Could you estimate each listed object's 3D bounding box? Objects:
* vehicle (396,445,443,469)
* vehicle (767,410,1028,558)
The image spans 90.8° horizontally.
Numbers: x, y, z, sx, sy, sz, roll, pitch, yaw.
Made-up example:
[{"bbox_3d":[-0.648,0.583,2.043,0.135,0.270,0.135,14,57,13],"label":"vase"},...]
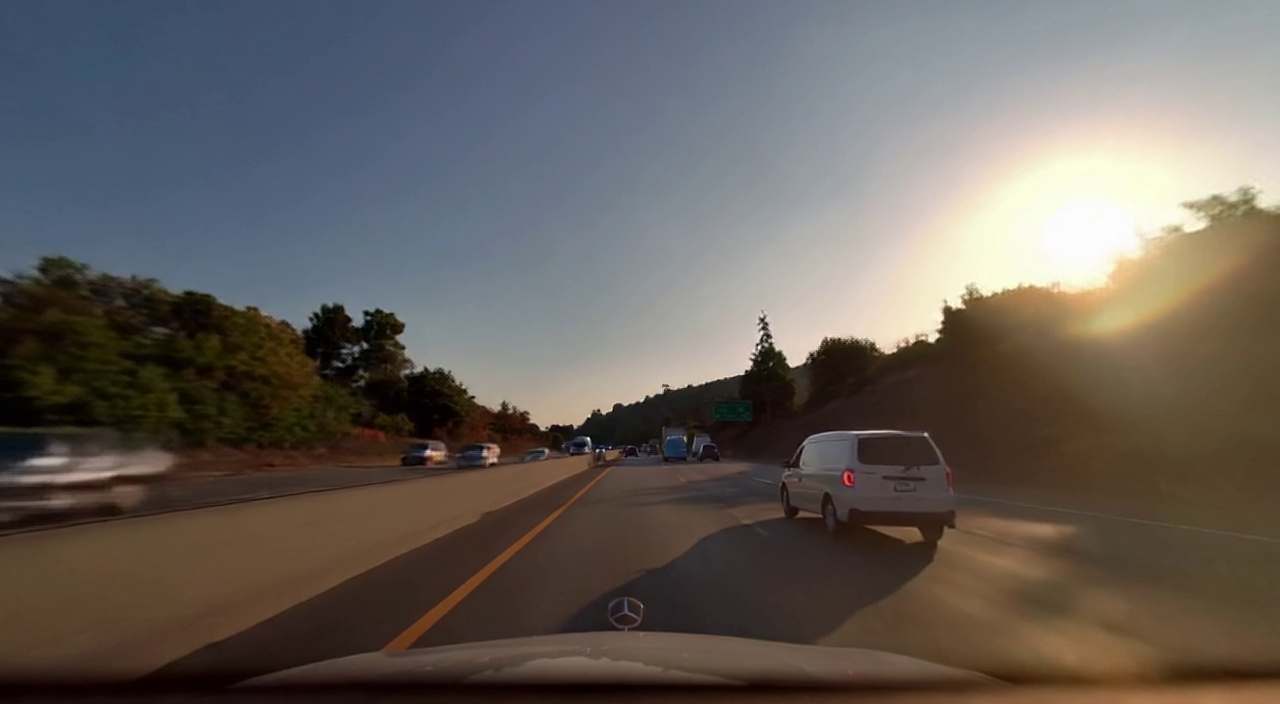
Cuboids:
[{"bbox_3d":[-16.079,7.677,46.244,1.949,1.657,4.170,0,-9,-1],"label":"vehicle"},{"bbox_3d":[3.572,1.941,9.944,2.070,1.751,4.576,0,-9,-1],"label":"vehicle"}]
